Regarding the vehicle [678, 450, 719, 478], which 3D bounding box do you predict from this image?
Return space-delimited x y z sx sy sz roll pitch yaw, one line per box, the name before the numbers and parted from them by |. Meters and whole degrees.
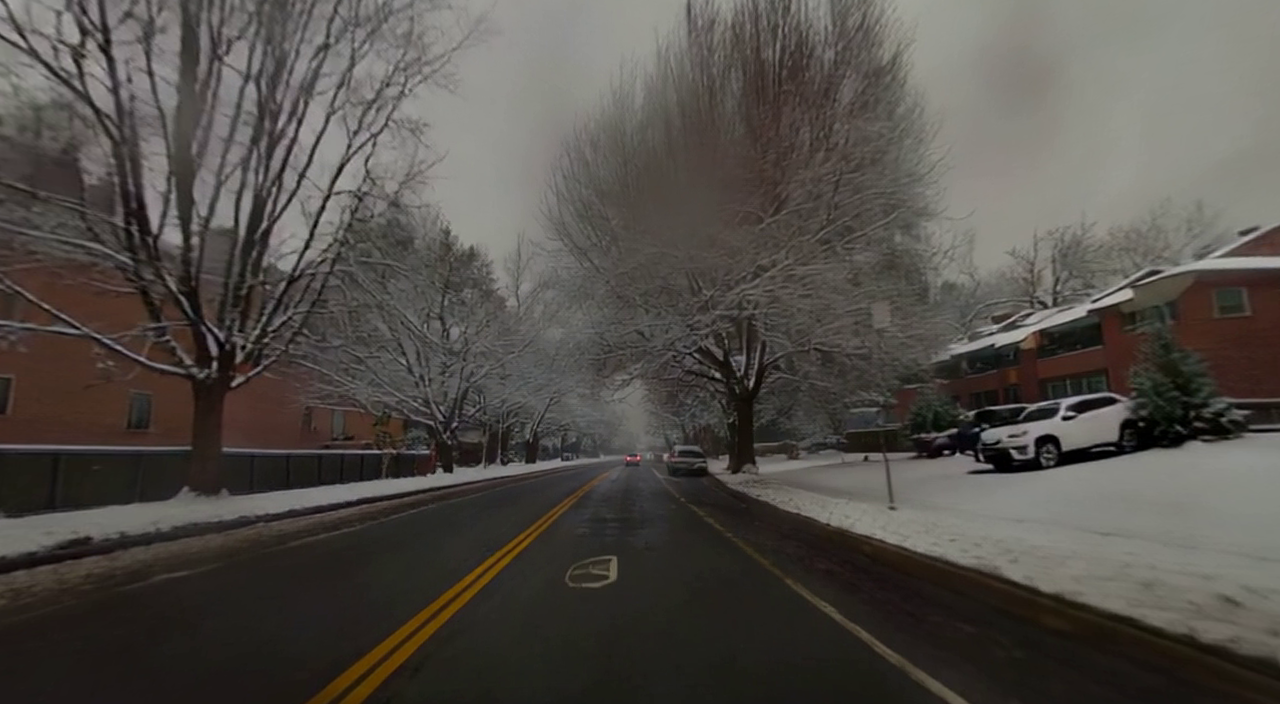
vehicle | 3.911 7.520 42.816 1.937 1.752 4.574 1 -9 -5
